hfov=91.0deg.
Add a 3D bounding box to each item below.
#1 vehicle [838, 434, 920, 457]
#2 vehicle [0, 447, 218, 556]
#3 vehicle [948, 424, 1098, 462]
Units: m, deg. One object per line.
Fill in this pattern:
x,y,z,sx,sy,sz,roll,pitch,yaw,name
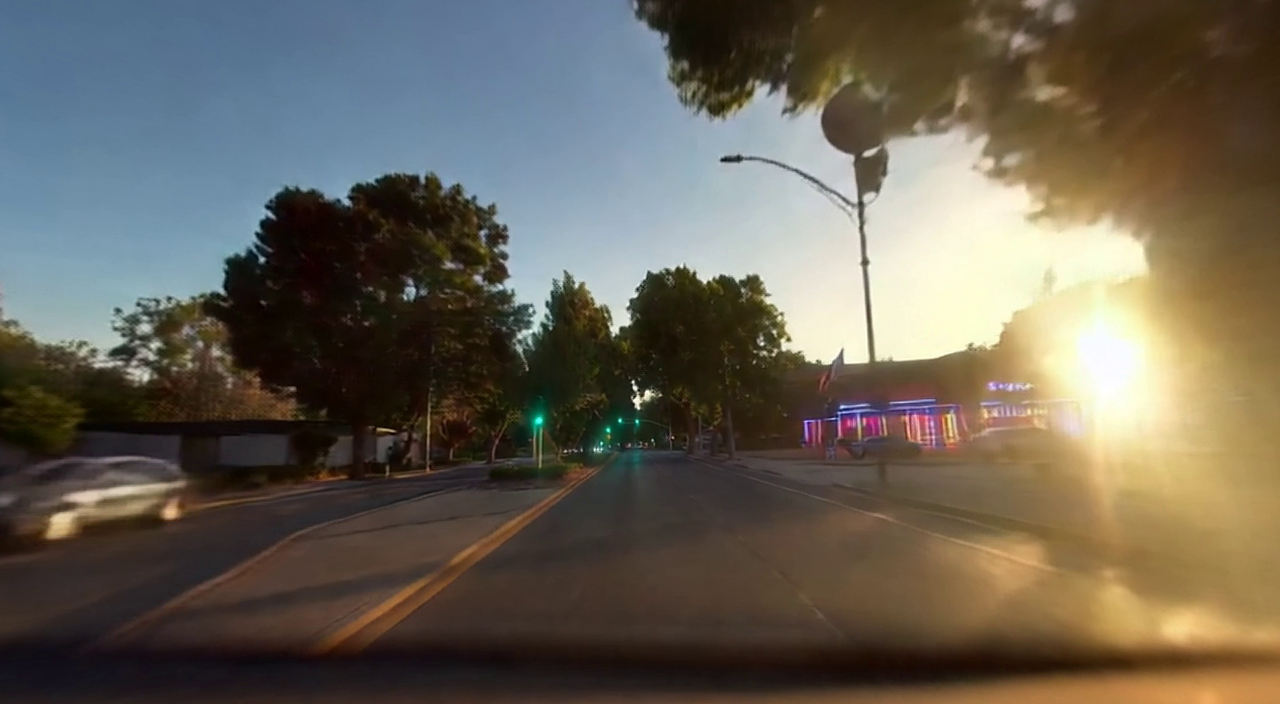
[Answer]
16.175,6.338,42.804,4.701,1.500,2.050,0,-8,0,vehicle
-10.856,2.801,12.391,2.031,1.674,4.573,-4,-8,-1,vehicle
16.482,3.963,27.298,5.124,1.541,2.070,0,-9,-1,vehicle
